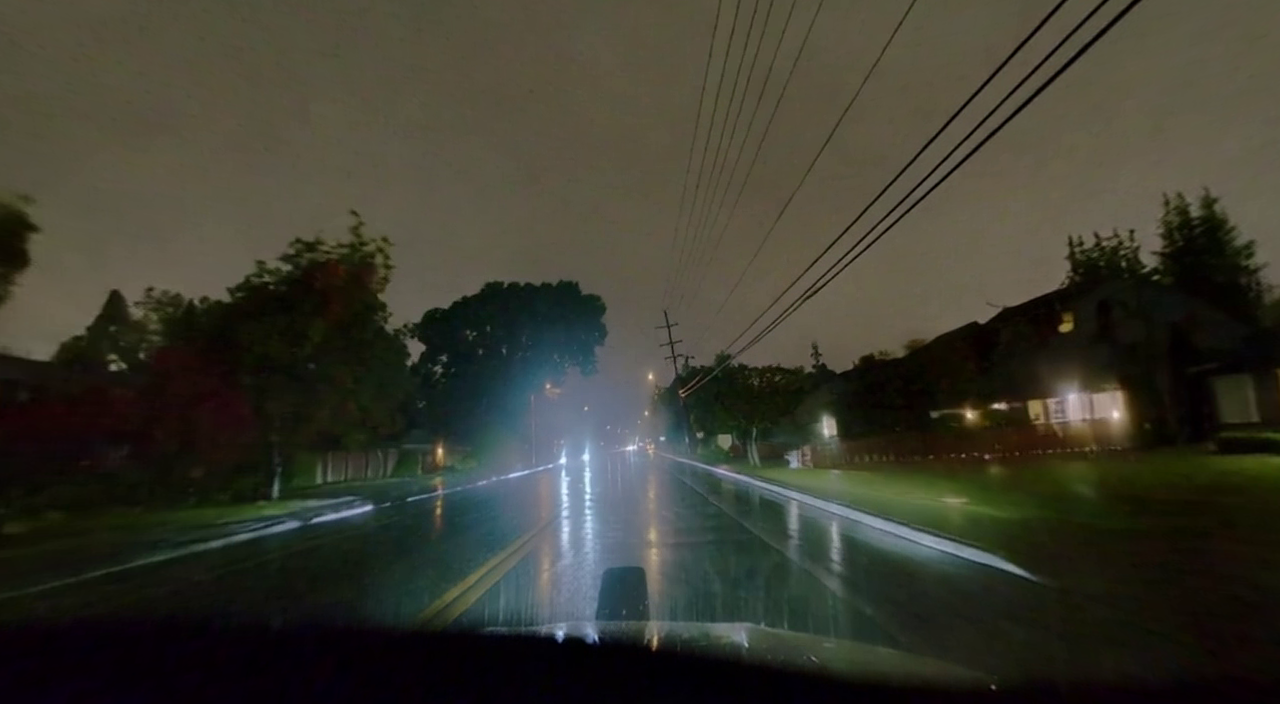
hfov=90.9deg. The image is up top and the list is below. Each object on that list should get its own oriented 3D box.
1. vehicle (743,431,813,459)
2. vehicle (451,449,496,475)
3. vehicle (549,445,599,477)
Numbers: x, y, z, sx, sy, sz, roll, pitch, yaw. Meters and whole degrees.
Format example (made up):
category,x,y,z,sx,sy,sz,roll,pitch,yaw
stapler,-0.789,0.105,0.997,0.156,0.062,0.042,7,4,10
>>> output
category,x,y,z,sx,sy,sz,roll,pitch,yaw
vehicle,10.354,7.020,47.535,4.626,1.731,2.007,-3,-9,-2
vehicle,-13.128,8.649,49.962,2.053,1.906,4.889,0,-9,3
vehicle,-3.498,5.853,34.088,2.102,1.524,4.387,-3,-9,1
